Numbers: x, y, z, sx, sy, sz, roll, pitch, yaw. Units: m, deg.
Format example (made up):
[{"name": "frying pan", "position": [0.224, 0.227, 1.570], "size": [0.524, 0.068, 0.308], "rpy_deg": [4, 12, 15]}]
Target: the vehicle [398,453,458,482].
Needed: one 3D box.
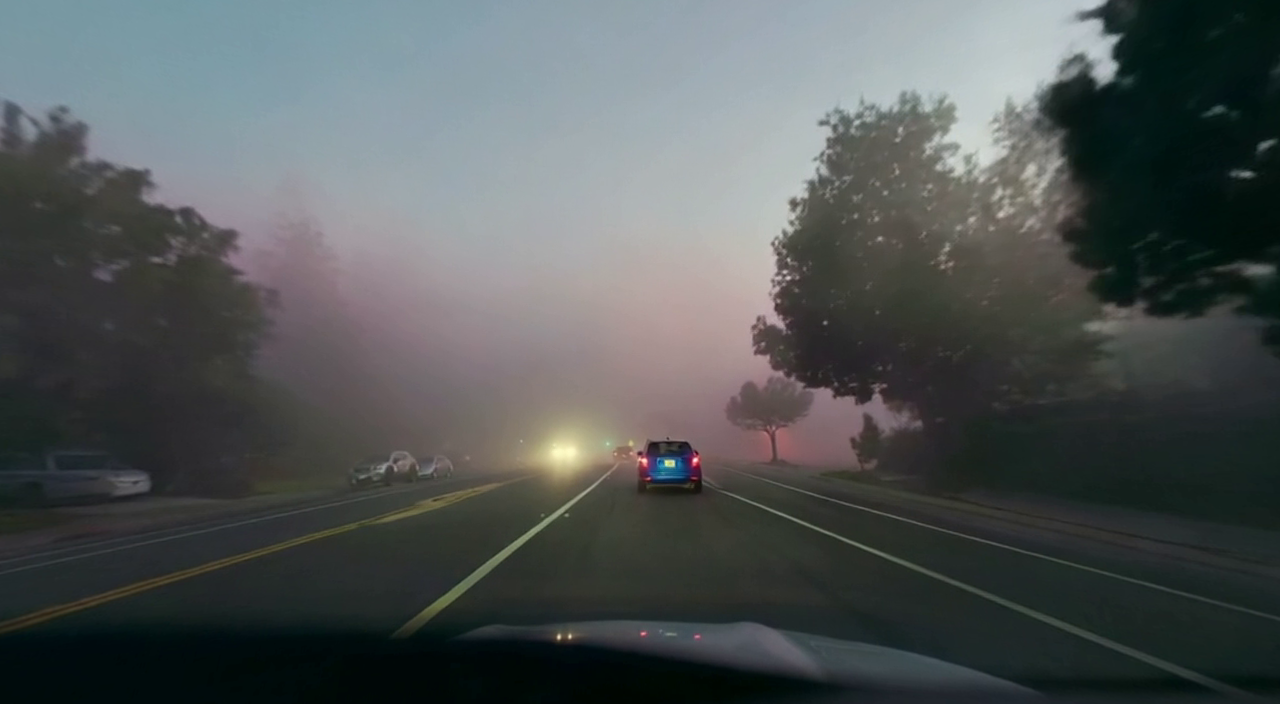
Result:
[{"name": "vehicle", "position": [-12.071, 6.565, 36.256], "size": [1.831, 1.464, 4.520], "rpy_deg": [0, -8, 1]}]

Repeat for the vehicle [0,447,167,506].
[{"name": "vehicle", "position": [-20.681, 4.336, 22.246], "size": [6.011, 1.909, 2.279], "rpy_deg": [1, -9, -4]}]

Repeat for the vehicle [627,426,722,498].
[{"name": "vehicle", "position": [0.808, 3.049, 17.959], "size": [2.200, 1.763, 4.676], "rpy_deg": [0, -8, -3]}]

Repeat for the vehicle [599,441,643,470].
[{"name": "vehicle", "position": [-1.054, 5.545, 33.940], "size": [2.196, 1.449, 4.006], "rpy_deg": [0, -8, -3]}]

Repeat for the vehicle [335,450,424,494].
[{"name": "vehicle", "position": [-12.339, 5.672, 30.333], "size": [2.150, 1.644, 5.120], "rpy_deg": [-6, -8, -2]}]
